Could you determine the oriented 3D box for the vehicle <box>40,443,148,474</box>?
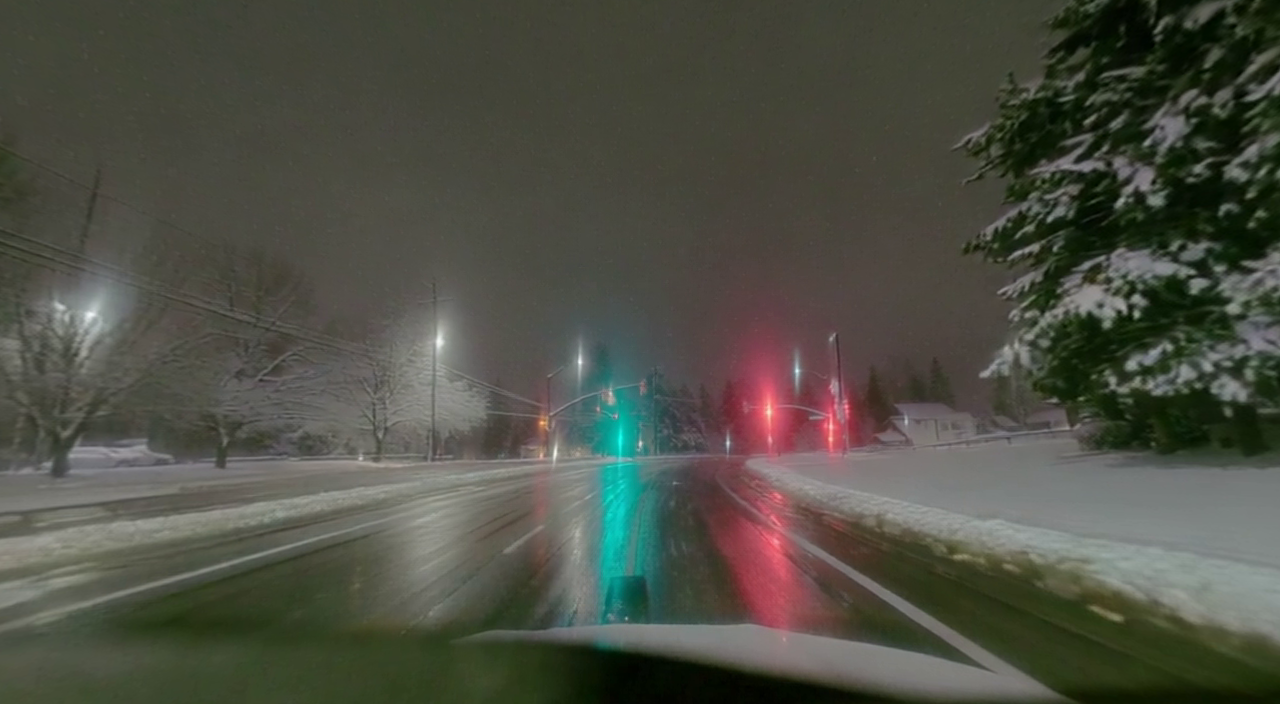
[{"bbox_3d":[-33.413,6.517,38.781,1.913,1.779,4.959,-1,-9,5],"label":"vehicle"}]

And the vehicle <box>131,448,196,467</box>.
[{"bbox_3d":[-36.650,8.109,48.483,3.737,1.444,1.680,-1,-9,6],"label":"vehicle"}]
